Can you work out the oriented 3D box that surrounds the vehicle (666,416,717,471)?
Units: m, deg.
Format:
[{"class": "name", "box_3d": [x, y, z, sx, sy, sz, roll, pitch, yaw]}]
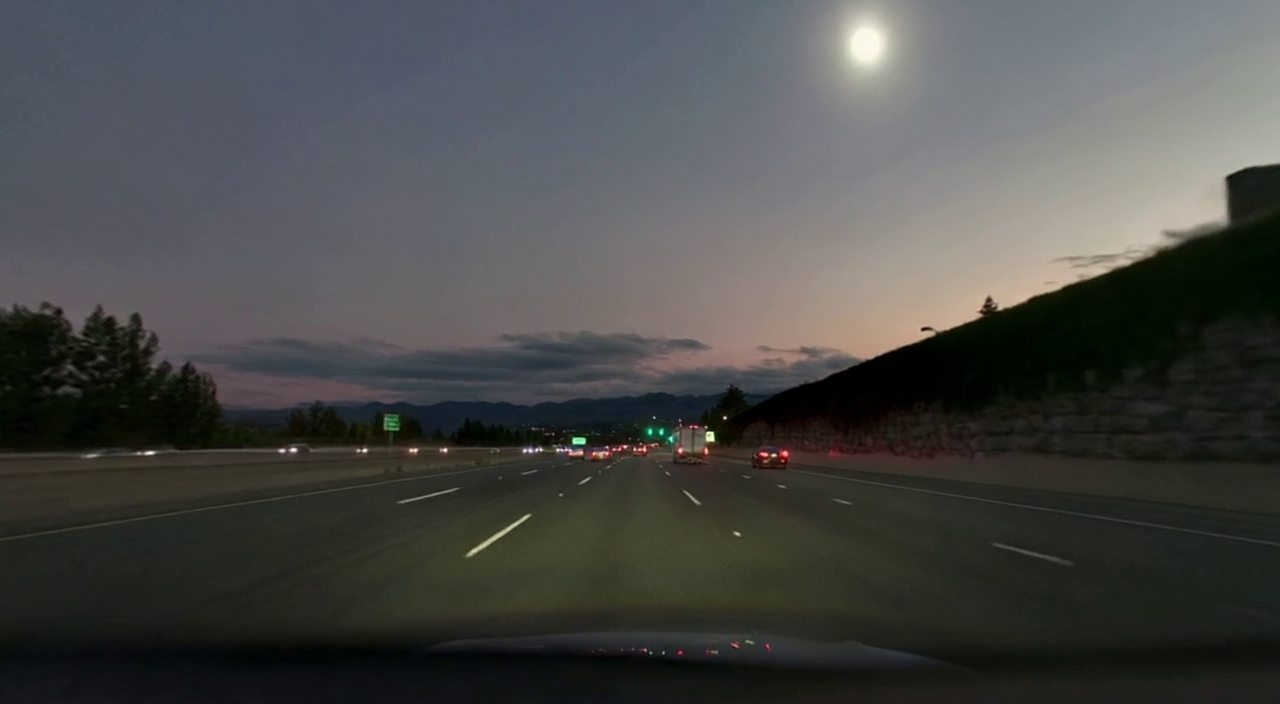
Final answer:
[{"class": "vehicle", "box_3d": [3.264, 6.110, 41.721, 2.795, 3.187, 7.205, -1, -10, 1]}]
